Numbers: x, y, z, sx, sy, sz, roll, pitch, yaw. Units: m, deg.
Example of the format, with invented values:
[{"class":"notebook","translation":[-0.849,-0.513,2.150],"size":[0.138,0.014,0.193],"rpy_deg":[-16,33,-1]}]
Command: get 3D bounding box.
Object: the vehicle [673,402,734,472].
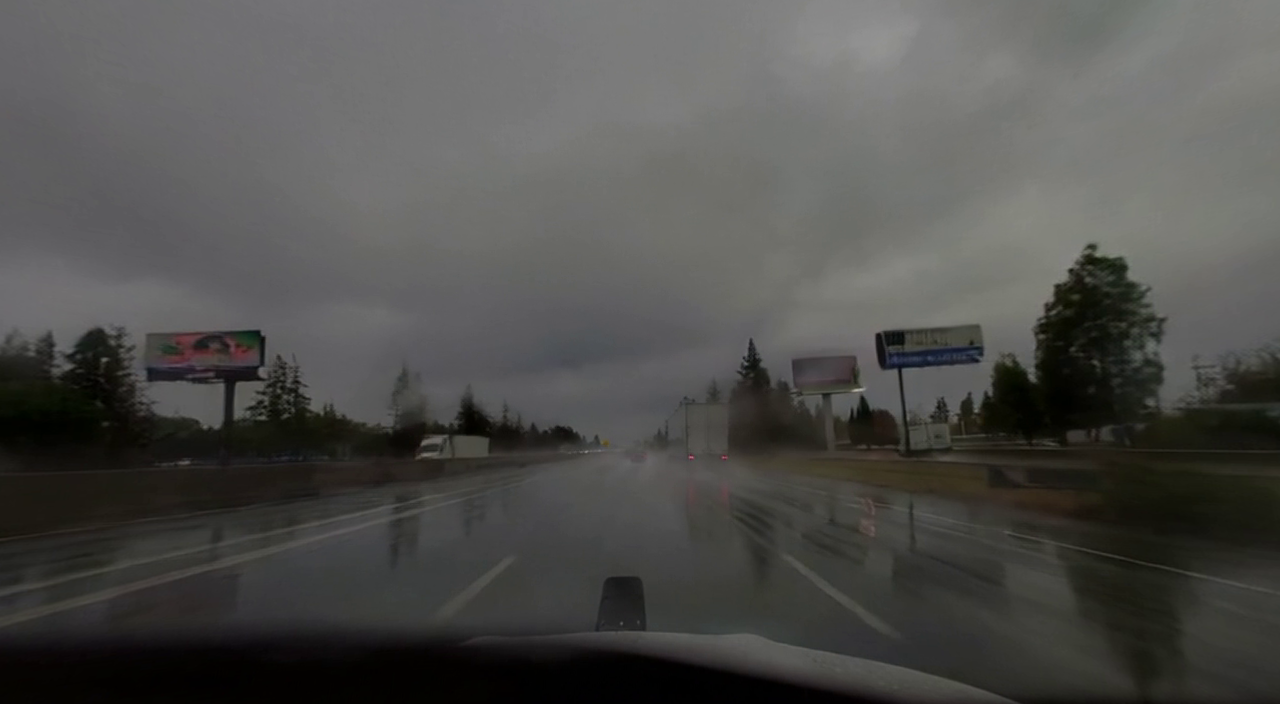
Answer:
[{"class":"vehicle","translation":[4.265,6.234,45.424],"size":[3.058,4.312,12.251],"rpy_deg":[0,-9,0]}]
